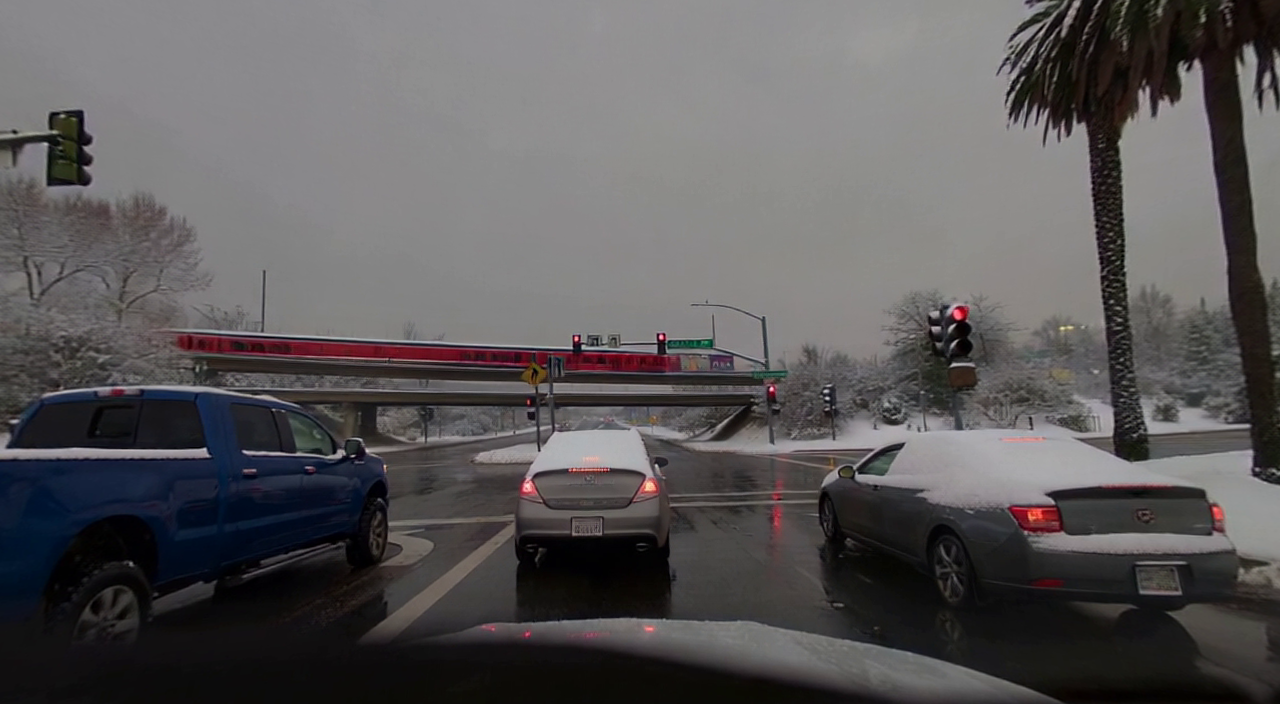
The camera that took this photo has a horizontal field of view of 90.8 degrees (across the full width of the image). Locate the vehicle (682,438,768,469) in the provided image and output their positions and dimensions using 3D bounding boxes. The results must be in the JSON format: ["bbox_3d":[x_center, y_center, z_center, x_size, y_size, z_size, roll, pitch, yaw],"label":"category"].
[{"bbox_3d":[4.204,5.130,31.966,1.878,1.428,4.416,5,-10,-32],"label":"vehicle"}]

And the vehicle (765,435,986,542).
[{"bbox_3d":[3.693,2.215,10.968,1.965,1.448,4.486,0,-9,-2],"label":"vehicle"}]

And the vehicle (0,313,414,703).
[{"bbox_3d":[-3.787,1.104,4.932,2.078,1.838,5.448,0,-9,-1],"label":"vehicle"}]

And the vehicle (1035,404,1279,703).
[{"bbox_3d":[3.881,0.892,2.183,2.052,1.496,4.541,0,-9,0],"label":"vehicle"}]

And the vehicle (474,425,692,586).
[{"bbox_3d":[-0.634,1.751,8.052,2.035,1.491,4.090,0,-9,-3],"label":"vehicle"}]
